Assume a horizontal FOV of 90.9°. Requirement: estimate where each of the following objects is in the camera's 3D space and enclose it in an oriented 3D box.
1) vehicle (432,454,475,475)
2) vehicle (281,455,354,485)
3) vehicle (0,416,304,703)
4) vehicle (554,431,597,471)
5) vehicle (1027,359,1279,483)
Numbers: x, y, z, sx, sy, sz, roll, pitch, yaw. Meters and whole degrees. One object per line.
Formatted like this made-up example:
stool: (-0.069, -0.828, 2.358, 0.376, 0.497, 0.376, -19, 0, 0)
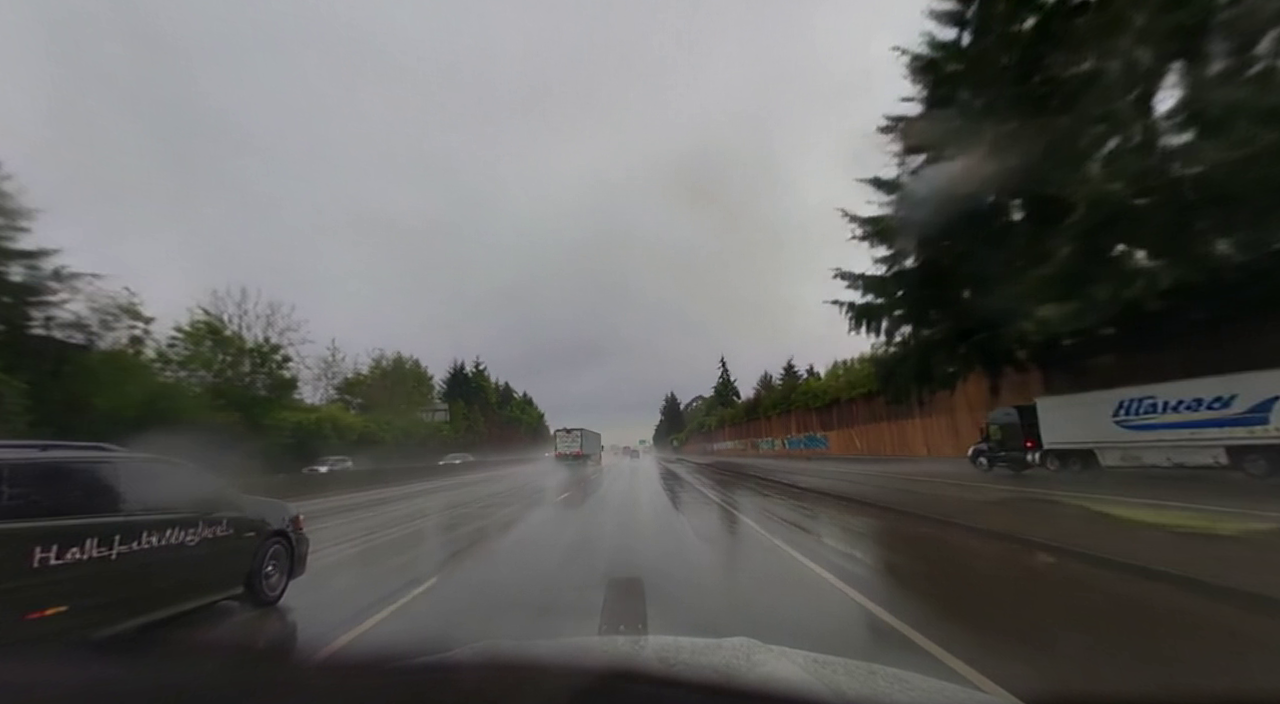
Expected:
vehicle: (-13.351, 8.046, 45.241, 1.832, 1.403, 4.201, 0, -9, 0)
vehicle: (-17.521, 6.387, 34.477, 1.772, 1.480, 4.102, 0, -9, 0)
vehicle: (-4.299, 1.171, 3.824, 2.024, 1.476, 4.466, 0, -9, 0)
vehicle: (-4.280, 6.709, 42.750, 2.305, 2.517, 5.486, 0, -9, 0)
vehicle: (21.740, 2.818, 24.358, 2.782, 4.082, 12.925, 2, -9, -15)
